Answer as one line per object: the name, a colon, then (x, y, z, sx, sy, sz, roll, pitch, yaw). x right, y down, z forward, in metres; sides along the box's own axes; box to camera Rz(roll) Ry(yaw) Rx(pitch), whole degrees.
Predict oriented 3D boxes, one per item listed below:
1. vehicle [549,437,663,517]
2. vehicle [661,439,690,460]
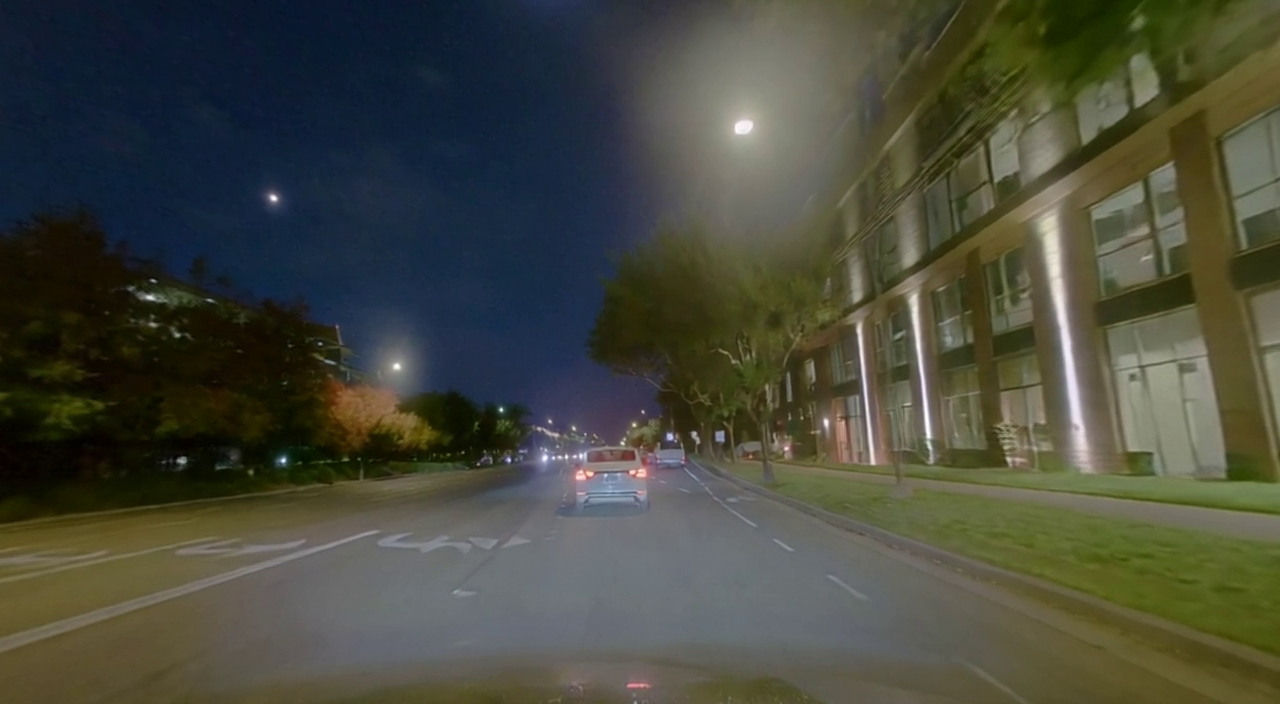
vehicle: (-0.752, 2.669, 14.054, 2.116, 1.479, 4.358, 0, -9, -3)
vehicle: (2.594, 7.266, 46.999, 1.972, 1.484, 3.974, 0, -9, 0)
